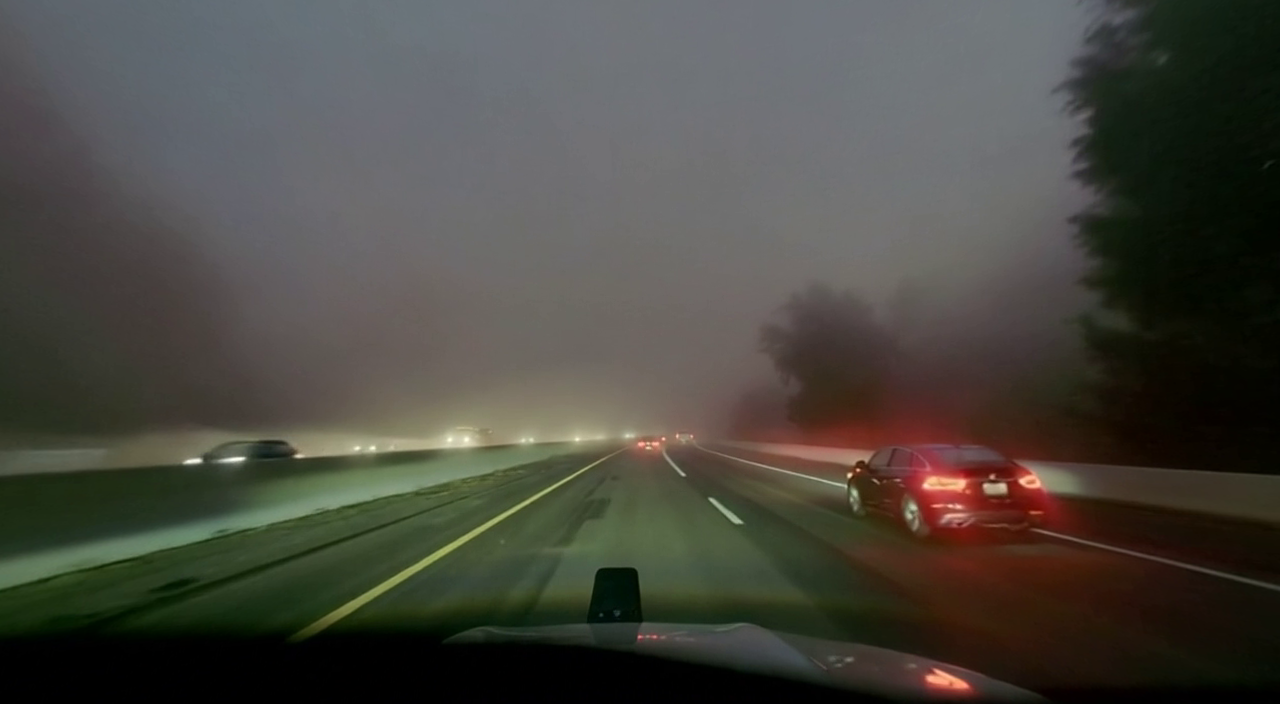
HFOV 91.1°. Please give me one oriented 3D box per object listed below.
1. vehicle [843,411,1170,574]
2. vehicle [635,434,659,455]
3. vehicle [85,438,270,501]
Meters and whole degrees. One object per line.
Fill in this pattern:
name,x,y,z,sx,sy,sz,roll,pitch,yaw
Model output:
vehicle,4.128,1.606,7.923,1.834,1.548,3.651,0,-8,-1
vehicle,0.508,6.989,47.516,1.771,1.480,3.781,0,-8,0
vehicle,-12.292,3.090,17.156,1.842,1.454,4.299,0,-8,-1
